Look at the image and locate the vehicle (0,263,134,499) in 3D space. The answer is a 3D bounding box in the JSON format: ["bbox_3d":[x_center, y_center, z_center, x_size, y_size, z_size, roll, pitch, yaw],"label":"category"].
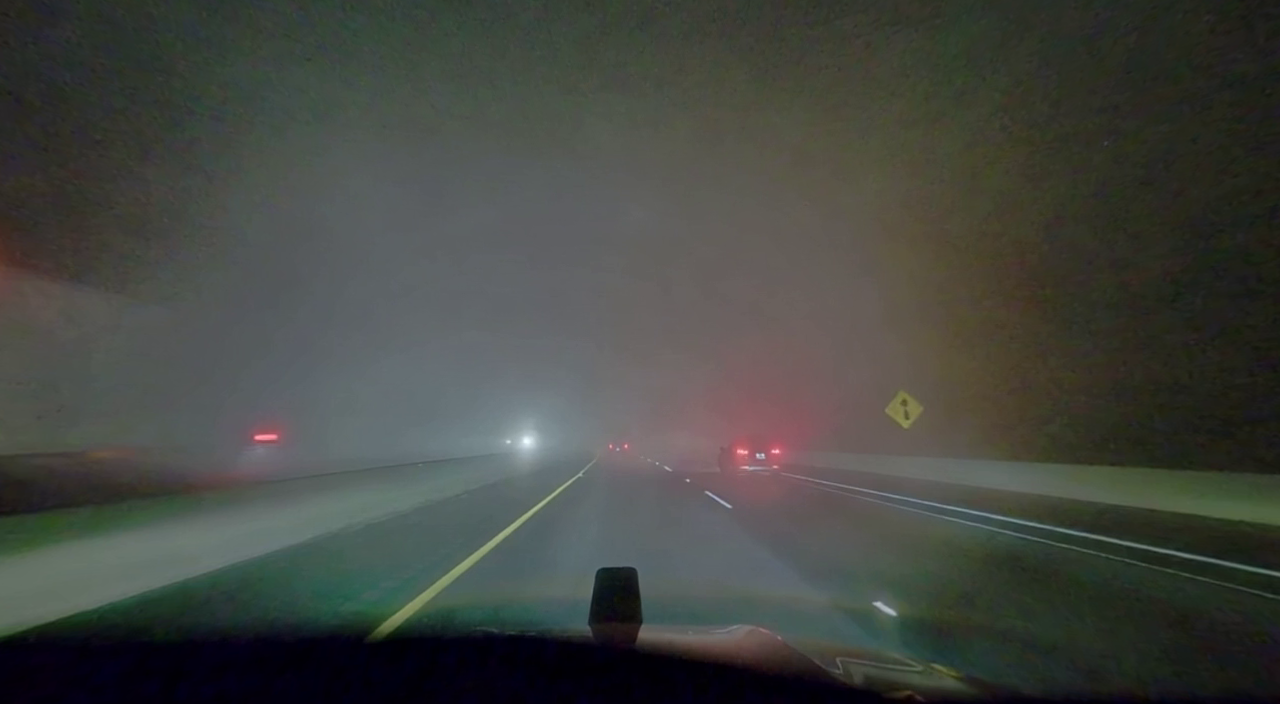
[{"bbox_3d":[-8.498,0.177,5.975,2.663,2.628,5.536,0,-8,0],"label":"vehicle"}]

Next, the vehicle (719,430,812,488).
[{"bbox_3d":[3.561,3.098,18.511,1.852,1.513,3.652,0,-8,-2],"label":"vehicle"}]

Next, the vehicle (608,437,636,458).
[{"bbox_3d":[-1.410,7.232,47.759,1.998,1.512,3.735,1,-8,-3],"label":"vehicle"}]
